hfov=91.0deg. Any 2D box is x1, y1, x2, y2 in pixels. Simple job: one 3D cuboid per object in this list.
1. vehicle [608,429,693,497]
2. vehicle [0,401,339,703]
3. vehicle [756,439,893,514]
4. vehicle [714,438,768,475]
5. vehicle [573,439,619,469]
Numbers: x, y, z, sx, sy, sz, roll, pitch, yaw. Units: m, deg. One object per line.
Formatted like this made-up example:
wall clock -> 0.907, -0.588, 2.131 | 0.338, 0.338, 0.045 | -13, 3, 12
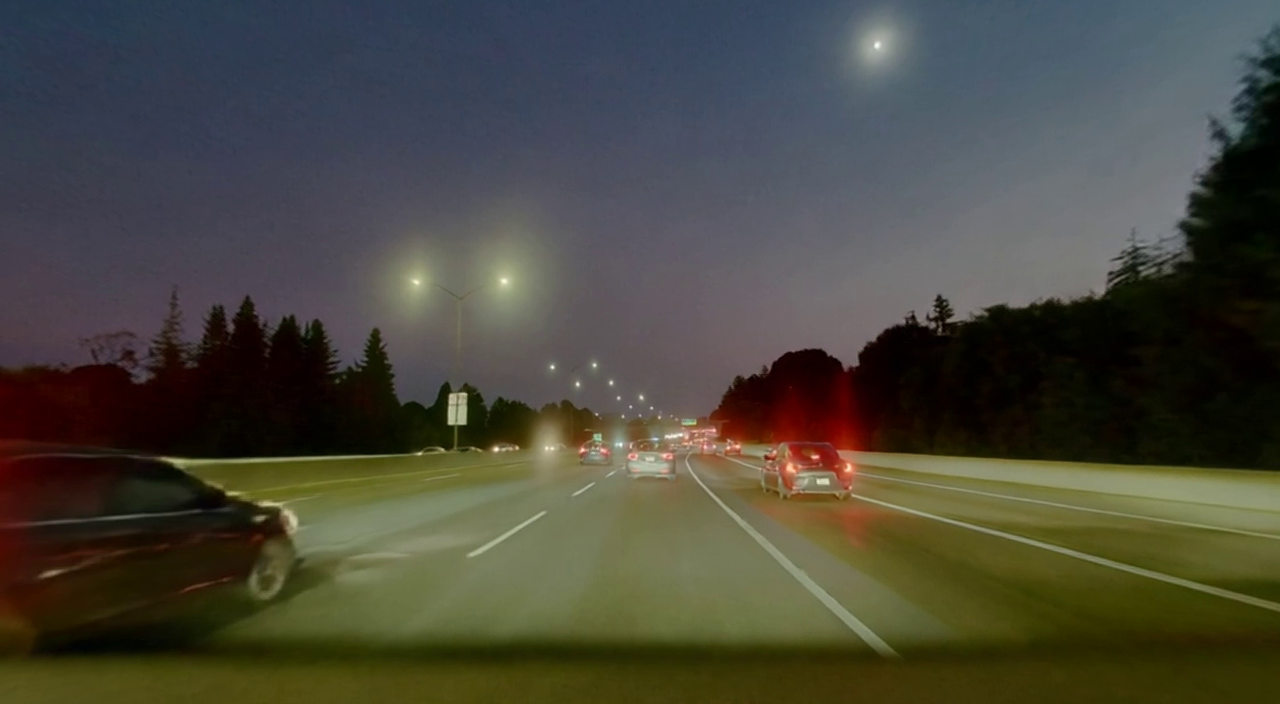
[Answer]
vehicle -> 0.325, 3.171, 18.289 | 2.181, 1.728, 3.970 | 0, -9, 1
vehicle -> -3.798, 1.086, 3.585 | 2.012, 1.495, 4.169 | 0, -9, 1
vehicle -> 4.180, 2.889, 15.114 | 1.999, 1.514, 4.338 | 0, -9, 0
vehicle -> 4.926, 5.174, 31.354 | 2.063, 1.710, 4.591 | 0, -9, 2
vehicle -> -2.550, 6.092, 37.627 | 2.128, 1.627, 4.697 | 0, -9, 4
